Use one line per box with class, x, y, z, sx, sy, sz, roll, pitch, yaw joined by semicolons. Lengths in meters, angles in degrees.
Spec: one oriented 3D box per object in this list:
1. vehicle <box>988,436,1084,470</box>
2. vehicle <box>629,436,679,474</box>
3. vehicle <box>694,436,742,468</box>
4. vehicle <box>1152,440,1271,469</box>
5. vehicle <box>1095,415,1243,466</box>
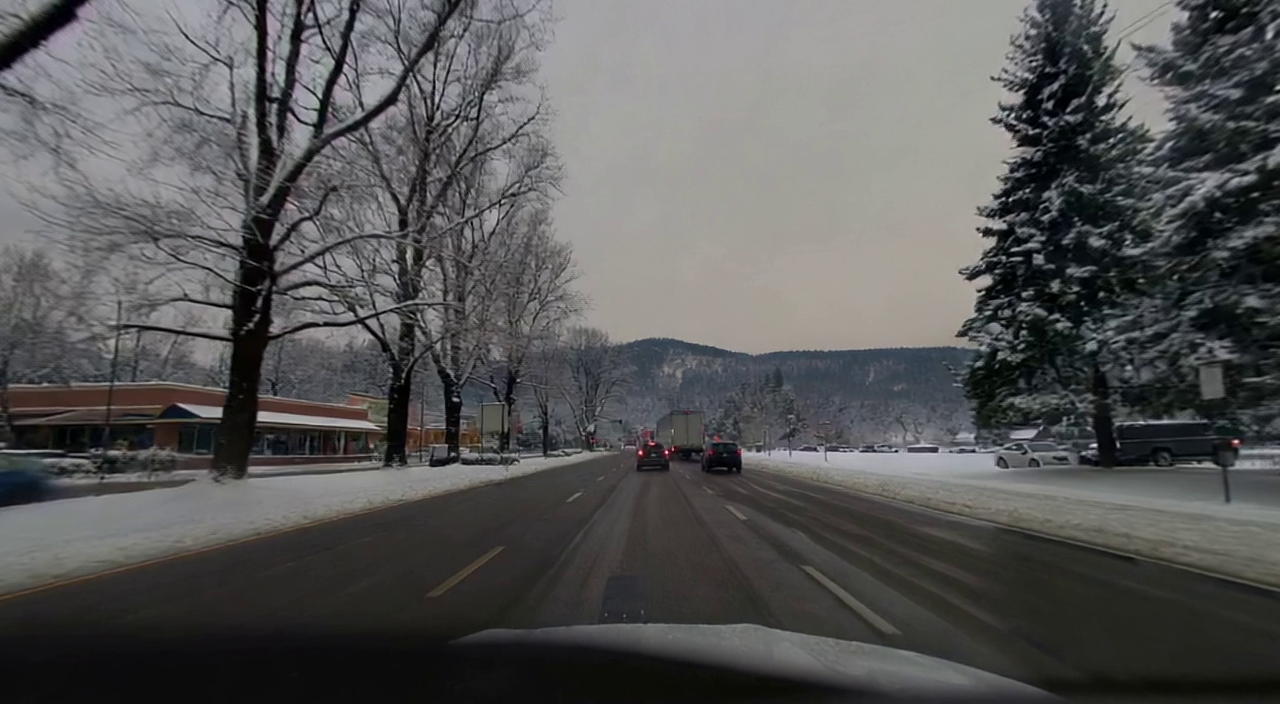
vehicle;20.010;5.119;31.974;2.068;1.627;4.269;0;-8;0
vehicle;0.595;4.794;29.546;2.193;1.651;3.946;0;-8;0
vehicle;4.269;5.554;34.984;2.088;1.655;4.360;0;-8;0
vehicle;29.020;5.203;31.976;4.127;1.422;1.937;0;-8;-1
vehicle;29.286;4.917;34.929;5.896;2.709;2.318;0;-8;1
